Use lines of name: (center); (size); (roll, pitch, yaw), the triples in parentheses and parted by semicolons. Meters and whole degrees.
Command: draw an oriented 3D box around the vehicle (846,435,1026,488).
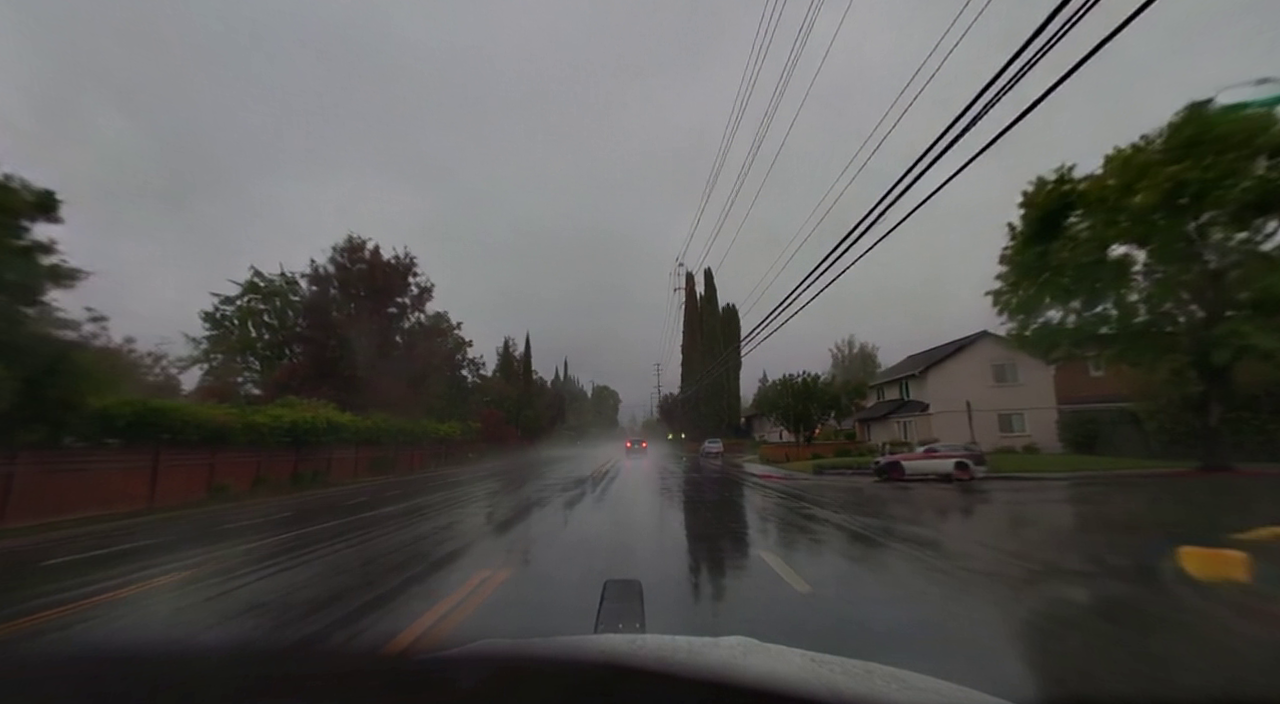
vehicle: (8.754, 3.274, 19.014); (4.487, 1.461, 1.874); (-1, -9, 8)

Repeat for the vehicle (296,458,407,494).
vehicle: (-12.202, 5.266, 27.048); (2.530, 1.265, 4.495); (-1, -8, 2)
